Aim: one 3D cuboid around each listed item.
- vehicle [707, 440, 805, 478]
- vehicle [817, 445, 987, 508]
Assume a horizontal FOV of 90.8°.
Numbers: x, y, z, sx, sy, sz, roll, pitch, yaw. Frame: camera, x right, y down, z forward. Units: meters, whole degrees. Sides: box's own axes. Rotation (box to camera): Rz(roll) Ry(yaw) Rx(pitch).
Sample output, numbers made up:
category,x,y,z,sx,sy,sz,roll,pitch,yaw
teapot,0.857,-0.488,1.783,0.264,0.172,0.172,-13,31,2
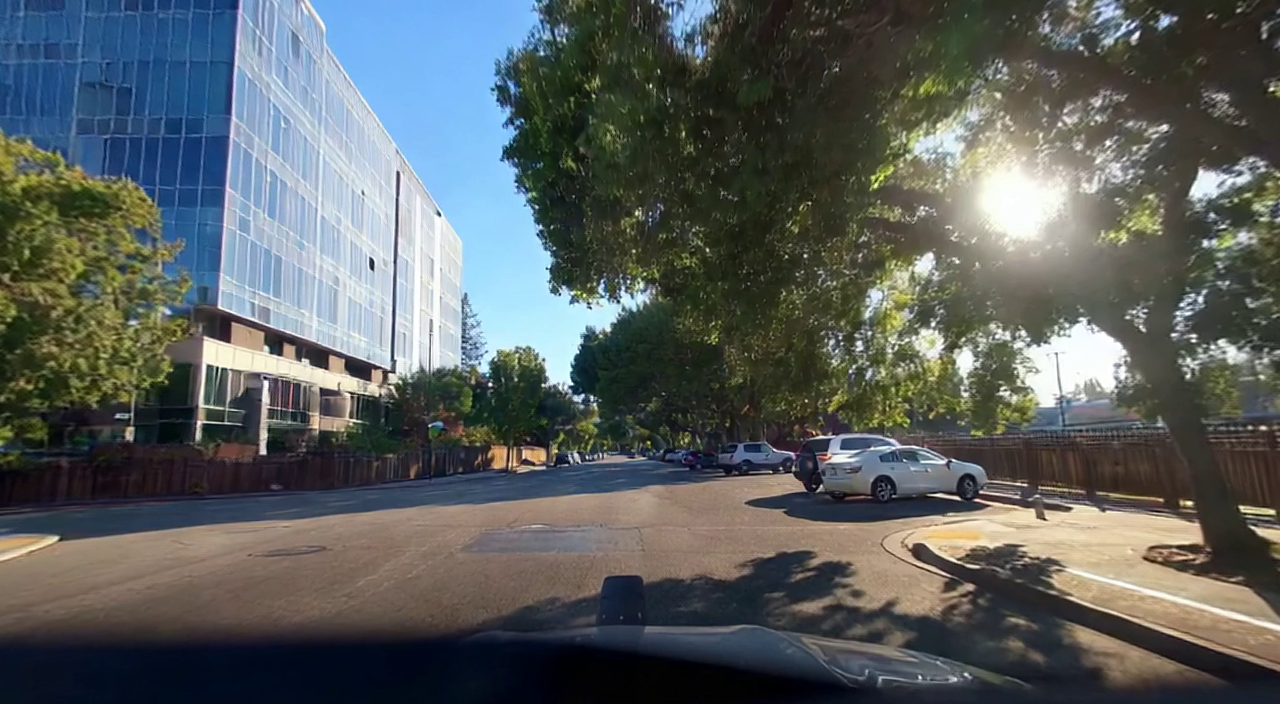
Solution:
category,x,y,z,sx,sy,sz,roll,pitch,yaw
vehicle,6.538,5.985,35.580,5.061,1.829,2.274,2,-9,-28
vehicle,7.084,3.245,16.973,4.402,1.474,1.957,5,-10,-32
